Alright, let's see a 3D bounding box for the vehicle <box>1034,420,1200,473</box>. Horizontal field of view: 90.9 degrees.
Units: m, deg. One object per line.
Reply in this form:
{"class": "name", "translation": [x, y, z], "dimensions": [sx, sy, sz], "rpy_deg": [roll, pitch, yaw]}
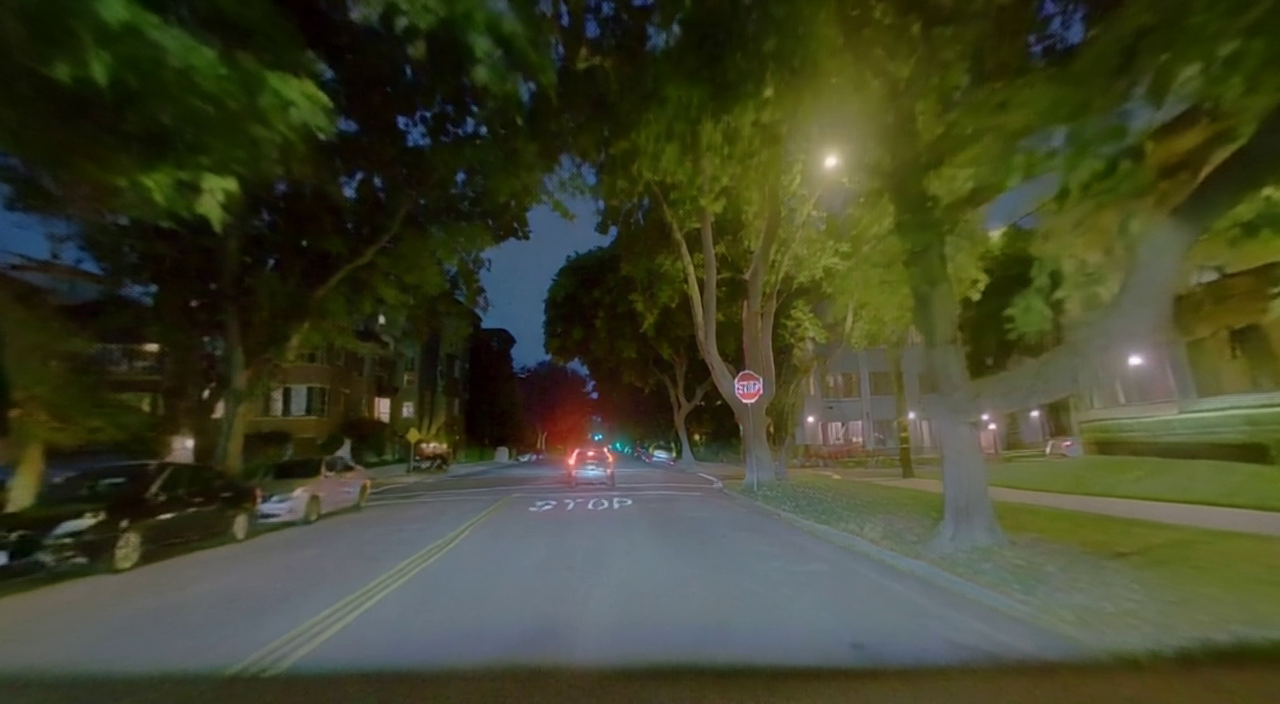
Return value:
{"class": "vehicle", "translation": [18.337, 3.640, 24.408], "dimensions": [4.817, 1.881, 2.002], "rpy_deg": [1, -8, -2]}

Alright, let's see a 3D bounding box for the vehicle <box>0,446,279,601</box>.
{"class": "vehicle", "translation": [-6.953, 2.114, 8.511], "dimensions": [1.975, 1.515, 4.179], "rpy_deg": [-2, -9, -5]}

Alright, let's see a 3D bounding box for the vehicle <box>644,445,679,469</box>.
{"class": "vehicle", "translation": [1.474, 7.425, 44.786], "dimensions": [1.987, 1.608, 3.883], "rpy_deg": [1, -9, -5]}

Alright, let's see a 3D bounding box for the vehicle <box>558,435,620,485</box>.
{"class": "vehicle", "translation": [-1.908, 4.115, 24.246], "dimensions": [2.172, 1.722, 4.201], "rpy_deg": [1, -9, -3]}
